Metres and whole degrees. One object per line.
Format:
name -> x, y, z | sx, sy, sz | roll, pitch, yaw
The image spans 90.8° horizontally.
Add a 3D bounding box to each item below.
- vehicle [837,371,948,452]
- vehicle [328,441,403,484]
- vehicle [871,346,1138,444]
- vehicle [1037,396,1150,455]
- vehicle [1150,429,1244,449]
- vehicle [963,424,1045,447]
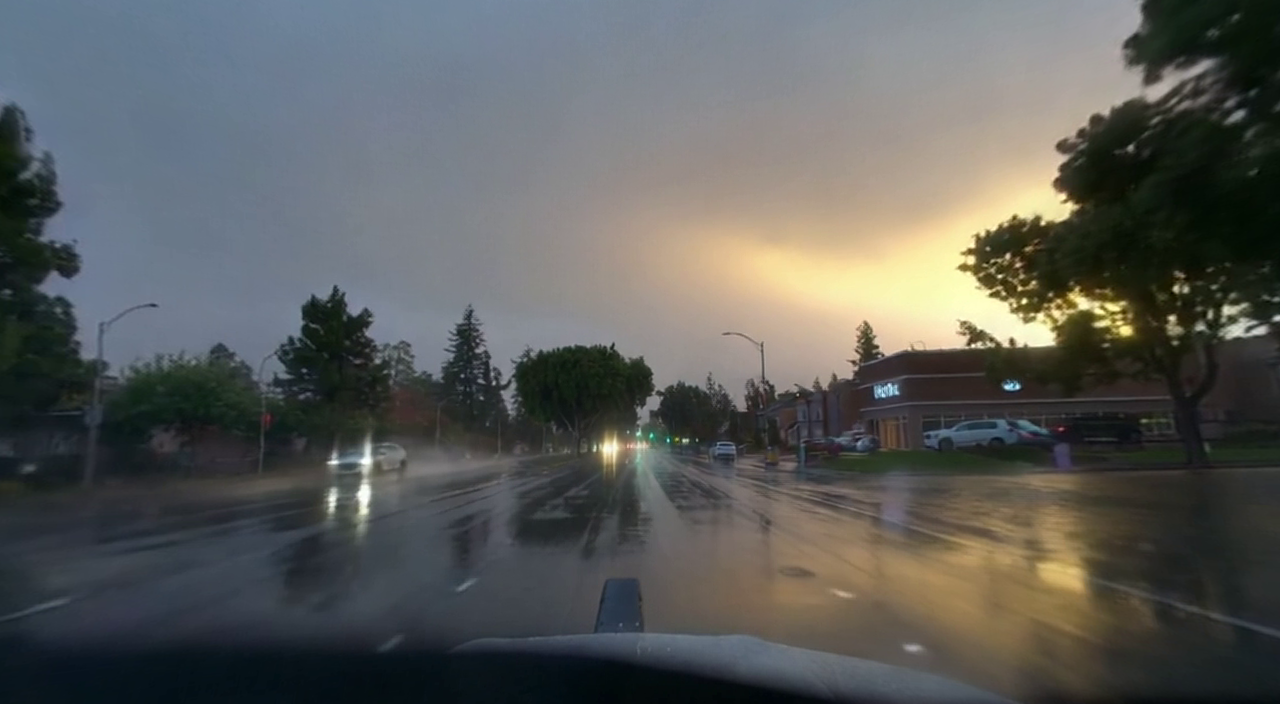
vehicle -> 15.751, 3.804, 38.921 | 9.886, 4.618, 0.062 | 5, -10, -30
vehicle -> -11.600, 4.669, 26.904 | 1.813, 1.727, 3.009 | 0, -9, 0
vehicle -> 26.026, 3.454, 46.671 | 16.415, 6.611, 1.394 | -4, -9, 26
vehicle -> 25.893, 4.305, 36.414 | 4.543, 3.105, 4.010 | -4, -10, 27
vehicle -> 28.943, 4.537, 32.903 | 3.278, 0.997, 1.511 | -1, -9, 7
vehicle -> 24.886, 5.740, 43.372 | 4.712, 1.527, 0.932 | -4, -10, 27
